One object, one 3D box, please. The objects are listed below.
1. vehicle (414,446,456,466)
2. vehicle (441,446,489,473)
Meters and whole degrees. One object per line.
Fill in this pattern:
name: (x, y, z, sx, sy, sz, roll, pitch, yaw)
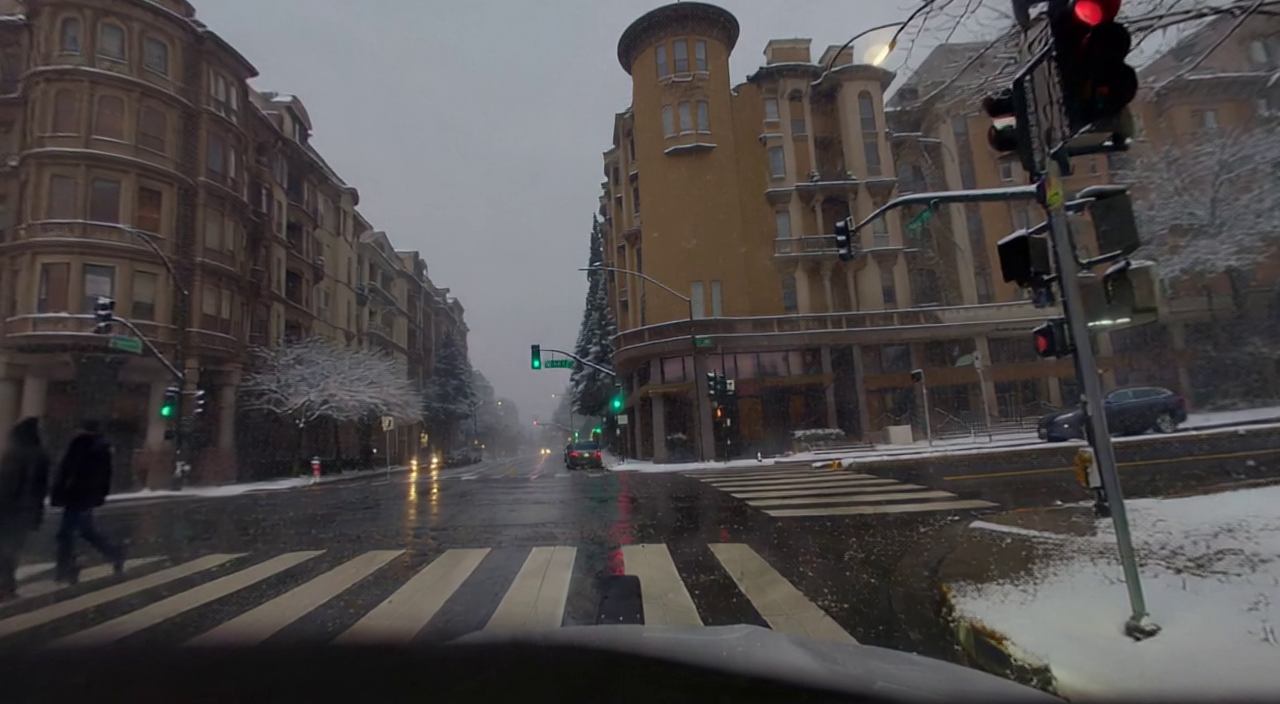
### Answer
vehicle: (-16.028, 8.105, 49.275, 2.028, 1.479, 4.427, 5, -10, -32)
vehicle: (-10.464, 6.471, 38.159, 2.196, 1.503, 4.371, 1, -9, -8)
